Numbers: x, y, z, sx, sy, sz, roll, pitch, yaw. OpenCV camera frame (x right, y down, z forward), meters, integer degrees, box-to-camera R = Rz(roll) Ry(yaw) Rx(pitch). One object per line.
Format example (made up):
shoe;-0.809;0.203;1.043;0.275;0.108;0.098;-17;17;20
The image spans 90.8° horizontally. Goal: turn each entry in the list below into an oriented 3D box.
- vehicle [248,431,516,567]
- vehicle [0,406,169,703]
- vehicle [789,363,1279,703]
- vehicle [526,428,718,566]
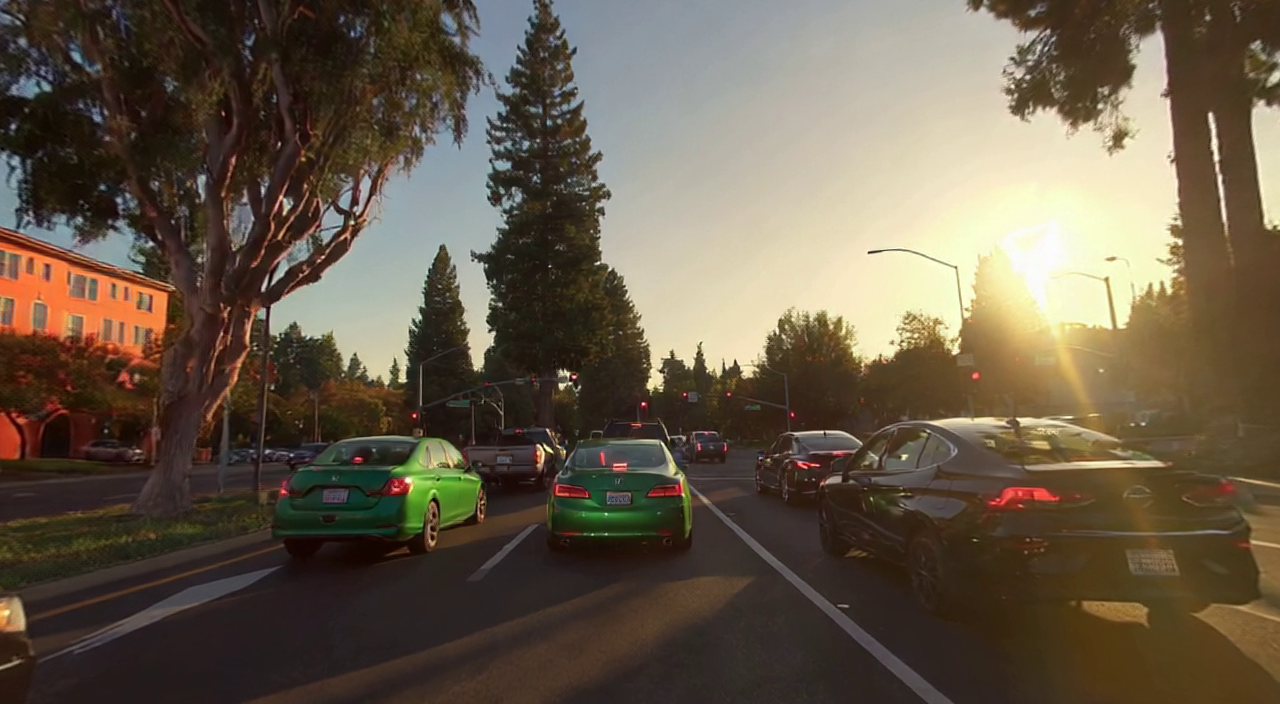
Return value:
vehicle;-3.202;1.893;8.944;1.917;1.441;4.128;-1;-8;2
vehicle;-3.353;0.710;0.853;1.863;1.448;4.697;0;-8;-1
vehicle;3.003;1.239;5.476;2.196;1.676;4.865;0;-8;0
vehicle;-0.205;1.831;8.713;2.041;1.450;3.847;0;-8;0
